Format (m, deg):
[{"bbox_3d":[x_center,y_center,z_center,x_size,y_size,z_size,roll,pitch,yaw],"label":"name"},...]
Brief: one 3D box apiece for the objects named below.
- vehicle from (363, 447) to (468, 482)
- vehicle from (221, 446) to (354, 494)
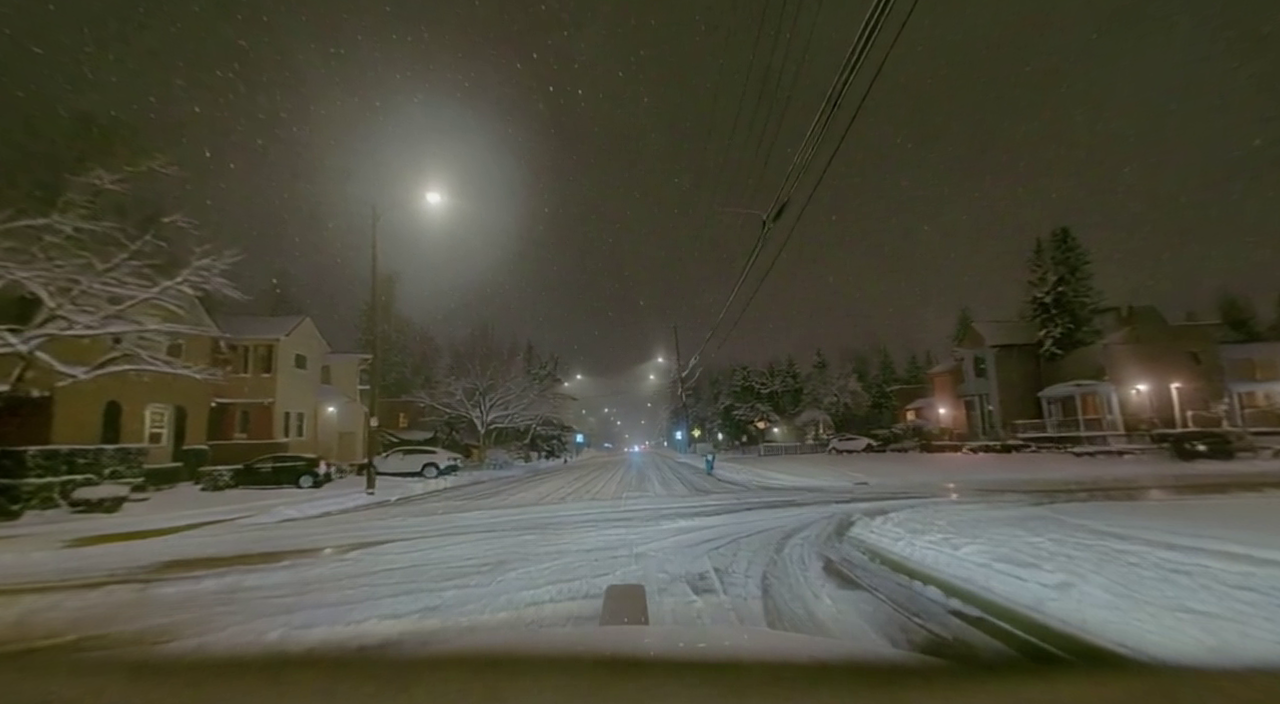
[{"bbox_3d":[-10.258,5.092,28.826,4.293,1.484,1.981,3,-9,-23],"label":"vehicle"},{"bbox_3d":[-15.752,5.265,28.252,4.903,1.566,2.215,-7,-8,9],"label":"vehicle"}]
